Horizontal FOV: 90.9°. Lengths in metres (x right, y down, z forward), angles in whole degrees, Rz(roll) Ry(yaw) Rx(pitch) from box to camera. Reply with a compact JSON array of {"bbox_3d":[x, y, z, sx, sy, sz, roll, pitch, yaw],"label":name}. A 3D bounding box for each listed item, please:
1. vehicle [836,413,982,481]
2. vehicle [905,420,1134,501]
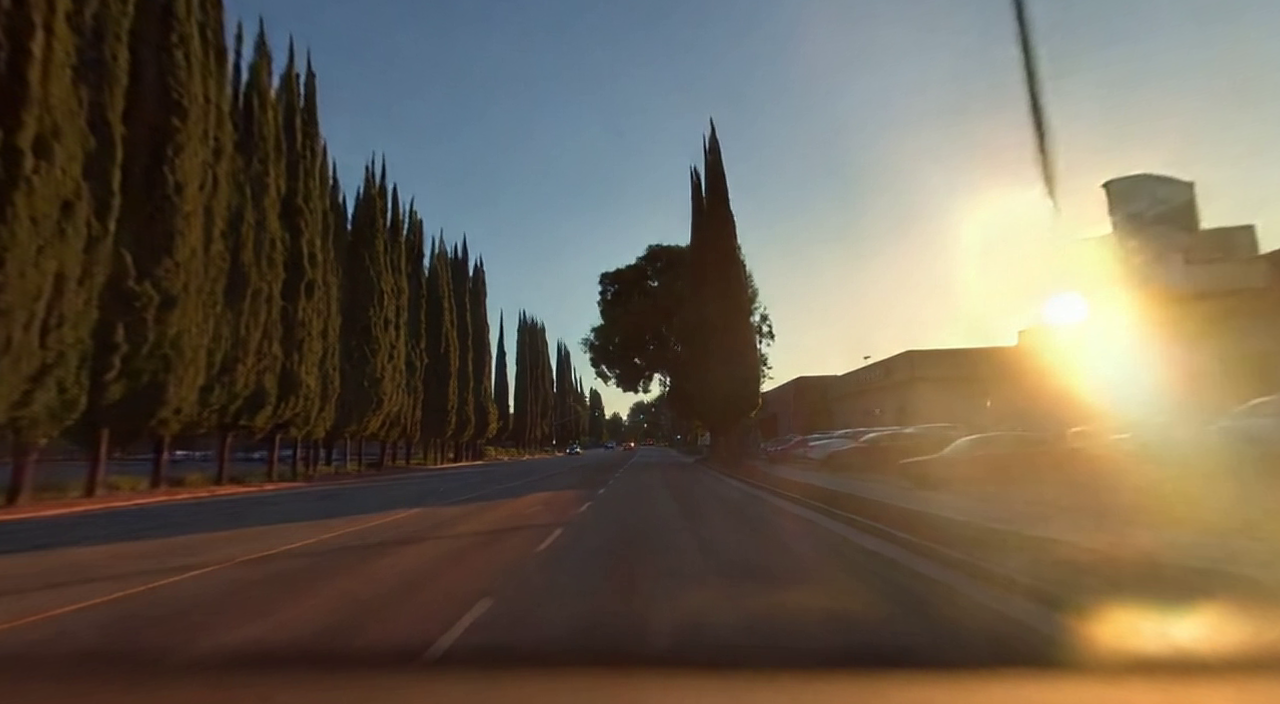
[{"bbox_3d":[7.925,2.956,19.284,2.043,1.791,5.339,0,-10,-1],"label":"vehicle"},{"bbox_3d":[7.970,2.337,13.959,2.056,1.449,4.679,-1,-8,-1],"label":"vehicle"}]
